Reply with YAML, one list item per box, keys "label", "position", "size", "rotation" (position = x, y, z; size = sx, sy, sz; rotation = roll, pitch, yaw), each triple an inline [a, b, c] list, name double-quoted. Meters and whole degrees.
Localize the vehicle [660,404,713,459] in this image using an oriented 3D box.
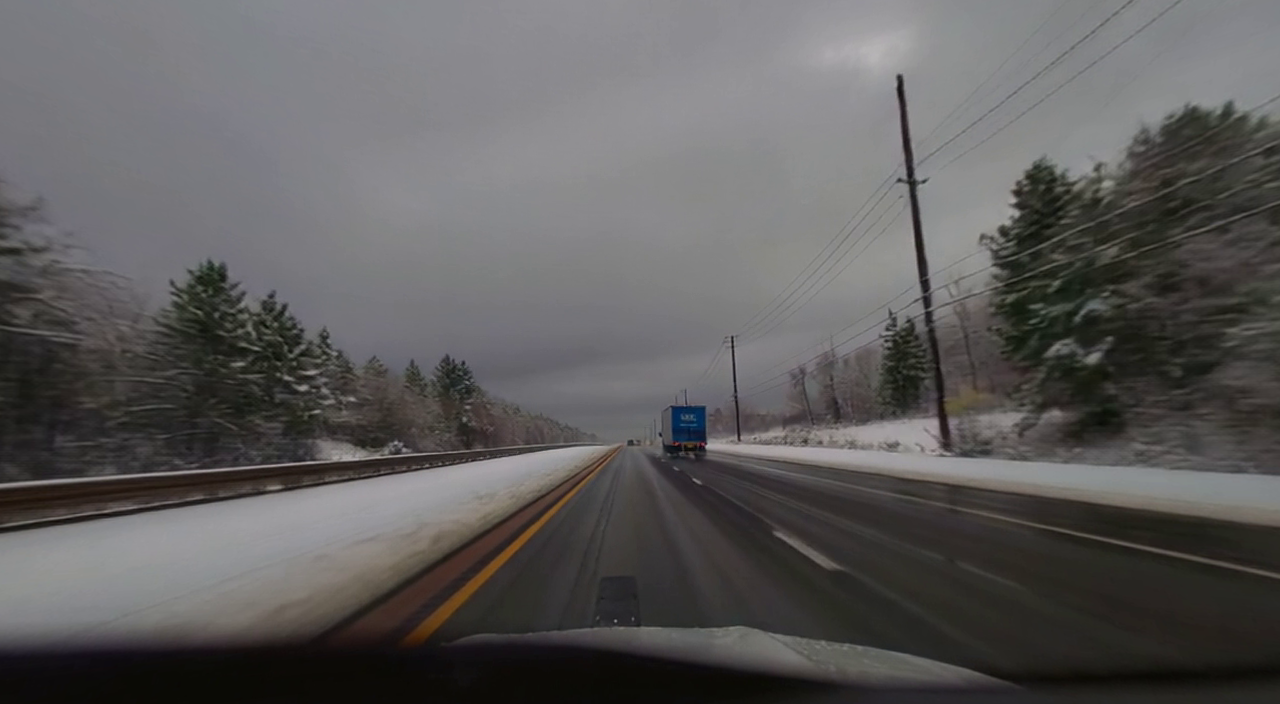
- label: "vehicle"
  position: [3.282, 5.997, 46.891]
  size: [3.037, 3.672, 9.136]
  rotation: [0, -8, -1]
